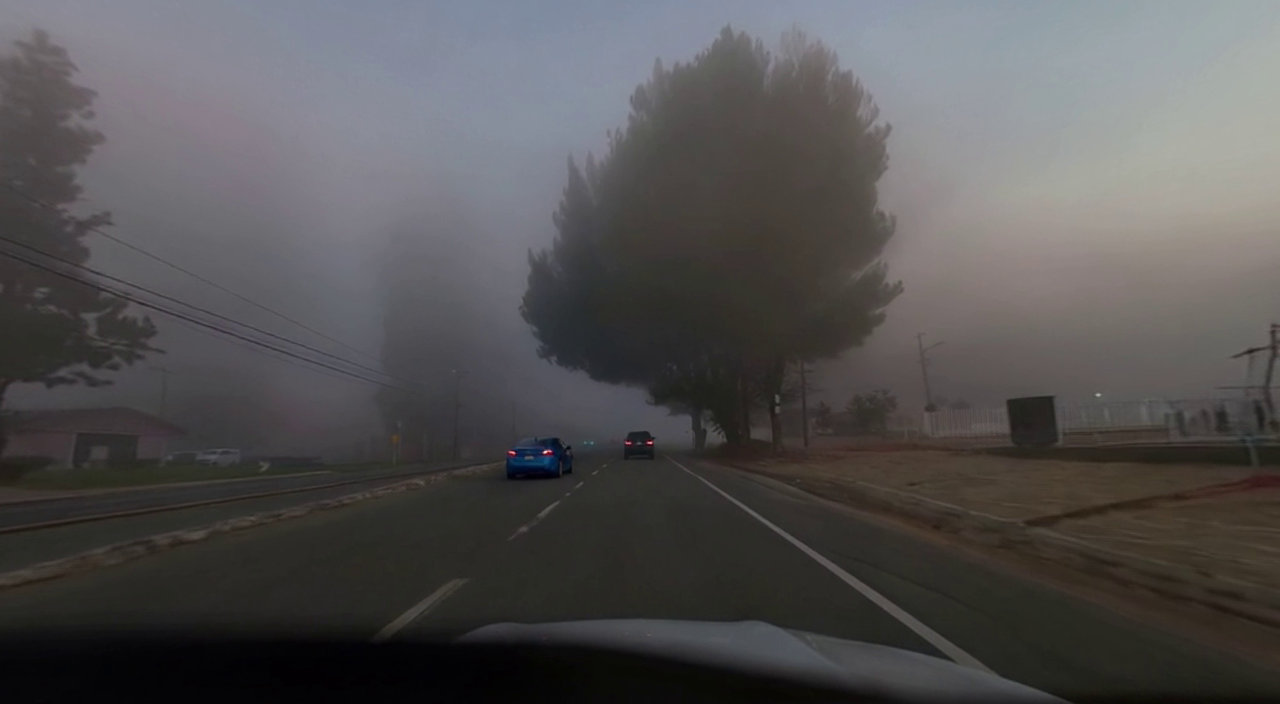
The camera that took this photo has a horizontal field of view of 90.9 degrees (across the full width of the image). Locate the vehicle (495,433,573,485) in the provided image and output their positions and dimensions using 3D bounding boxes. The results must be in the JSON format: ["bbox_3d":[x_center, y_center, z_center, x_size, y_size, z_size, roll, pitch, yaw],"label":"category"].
[{"bbox_3d":[-3.609,3.736,22.324,1.914,1.630,4.351,0,-8,1],"label":"vehicle"}]

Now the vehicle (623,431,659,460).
[{"bbox_3d":[0.041,6.047,40.825,2.213,1.778,4.107,0,-8,0],"label":"vehicle"}]
